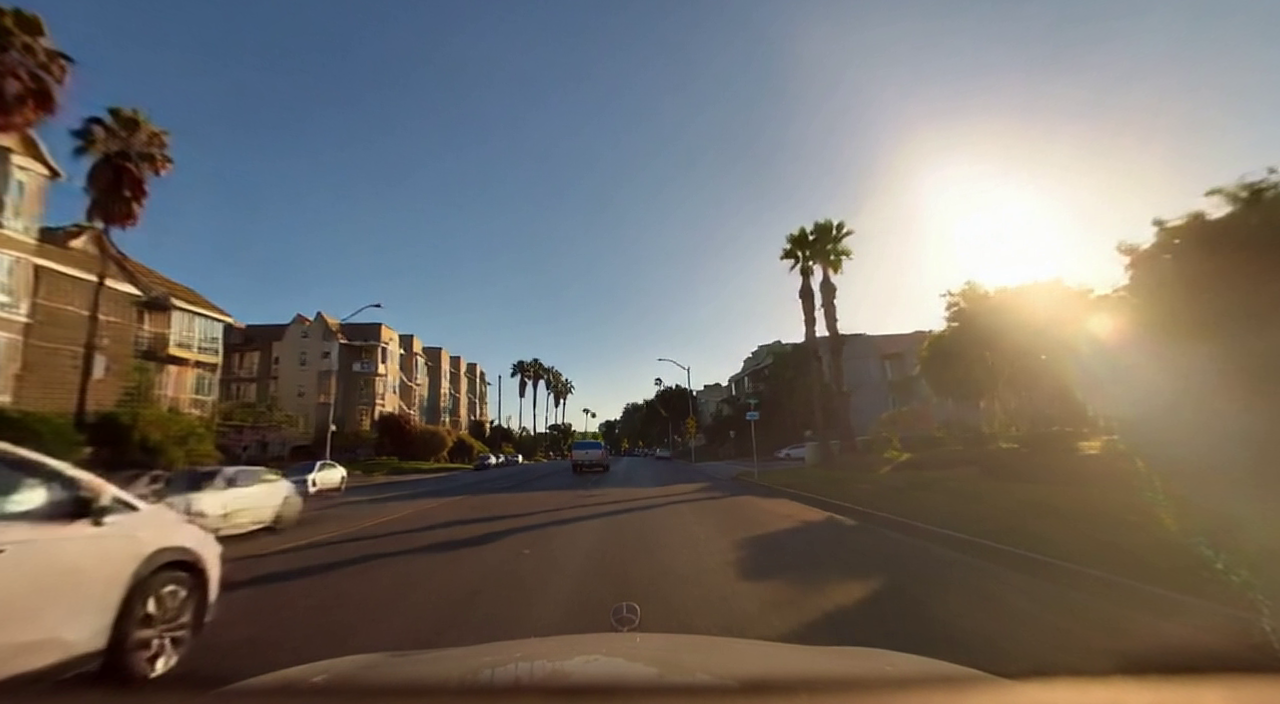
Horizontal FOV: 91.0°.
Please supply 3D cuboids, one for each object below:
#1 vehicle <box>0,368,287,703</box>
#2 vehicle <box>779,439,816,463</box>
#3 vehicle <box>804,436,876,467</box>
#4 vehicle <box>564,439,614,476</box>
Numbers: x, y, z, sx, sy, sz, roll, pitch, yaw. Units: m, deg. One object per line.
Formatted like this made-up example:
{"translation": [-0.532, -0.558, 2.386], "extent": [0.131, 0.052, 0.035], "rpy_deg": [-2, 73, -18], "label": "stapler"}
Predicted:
{"translation": [-3.273, 0.866, 2.070], "extent": [1.929, 1.651, 3.948], "rpy_deg": [0, -9, -1], "label": "vehicle"}
{"translation": [12.307, 7.738, 49.411], "extent": [1.924, 1.624, 4.873], "rpy_deg": [-5, -8, 5], "label": "vehicle"}
{"translation": [12.418, 6.201, 39.182], "extent": [3.778, 1.744, 1.804], "rpy_deg": [-1, -9, -4], "label": "vehicle"}
{"translation": [-2.587, 5.530, 33.245], "extent": [1.994, 1.810, 5.057], "rpy_deg": [-1, -9, 3], "label": "vehicle"}
